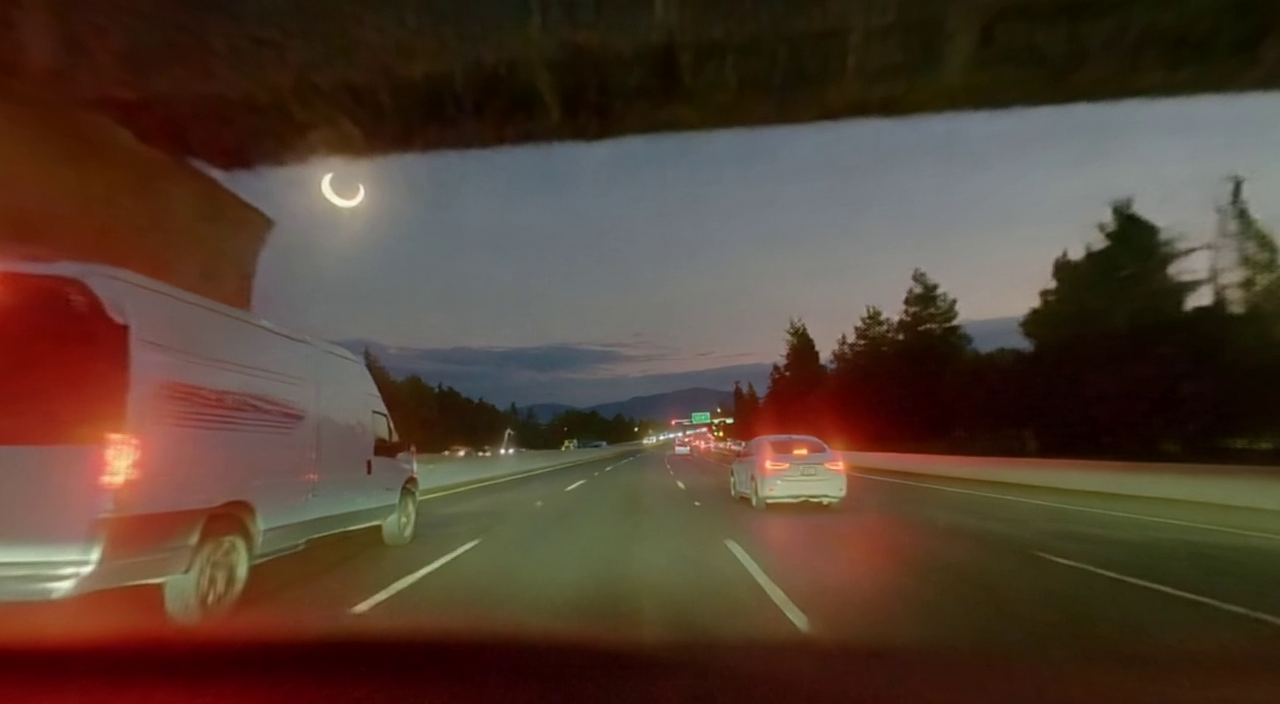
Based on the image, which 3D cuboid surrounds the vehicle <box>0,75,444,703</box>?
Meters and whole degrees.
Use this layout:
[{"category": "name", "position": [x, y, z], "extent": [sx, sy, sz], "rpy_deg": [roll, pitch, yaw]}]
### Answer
[{"category": "vehicle", "position": [-3.606, 0.653, 4.631], "extent": [2.369, 2.682, 6.088], "rpy_deg": [0, -9, 0]}]

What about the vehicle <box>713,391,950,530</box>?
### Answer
[{"category": "vehicle", "position": [3.201, 2.050, 12.428], "extent": [2.693, 2.044, 5.882], "rpy_deg": [0, -9, -1]}]
